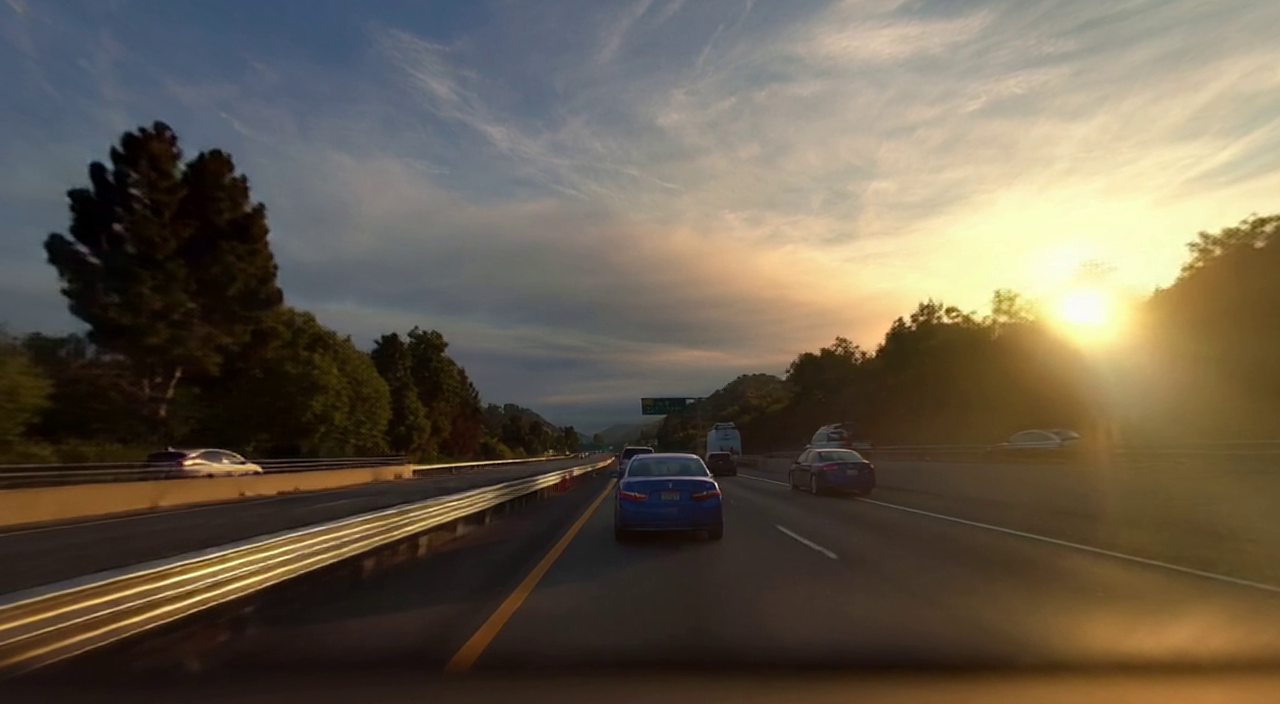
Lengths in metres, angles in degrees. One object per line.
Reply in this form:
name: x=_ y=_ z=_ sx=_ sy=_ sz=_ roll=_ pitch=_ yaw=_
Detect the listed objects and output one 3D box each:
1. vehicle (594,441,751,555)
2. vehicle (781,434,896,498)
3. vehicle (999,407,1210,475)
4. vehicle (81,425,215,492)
vehicle: x=0.412 y=2.237 z=10.289 sx=2.076 sy=1.485 sz=3.774 roll=0 pitch=-9 yaw=0
vehicle: x=6.273 y=3.677 z=20.625 sx=2.177 sy=1.827 sz=4.565 roll=0 pitch=-9 yaw=-1
vehicle: x=31.501 y=6.381 z=44.329 sx=2.822 sy=3.996 sz=14.073 roll=1 pitch=-9 yaw=-7
vehicle: x=-33.552 y=7.251 z=43.489 sx=2.902 sy=3.981 sz=7.819 roll=-3 pitch=-8 yaw=0
